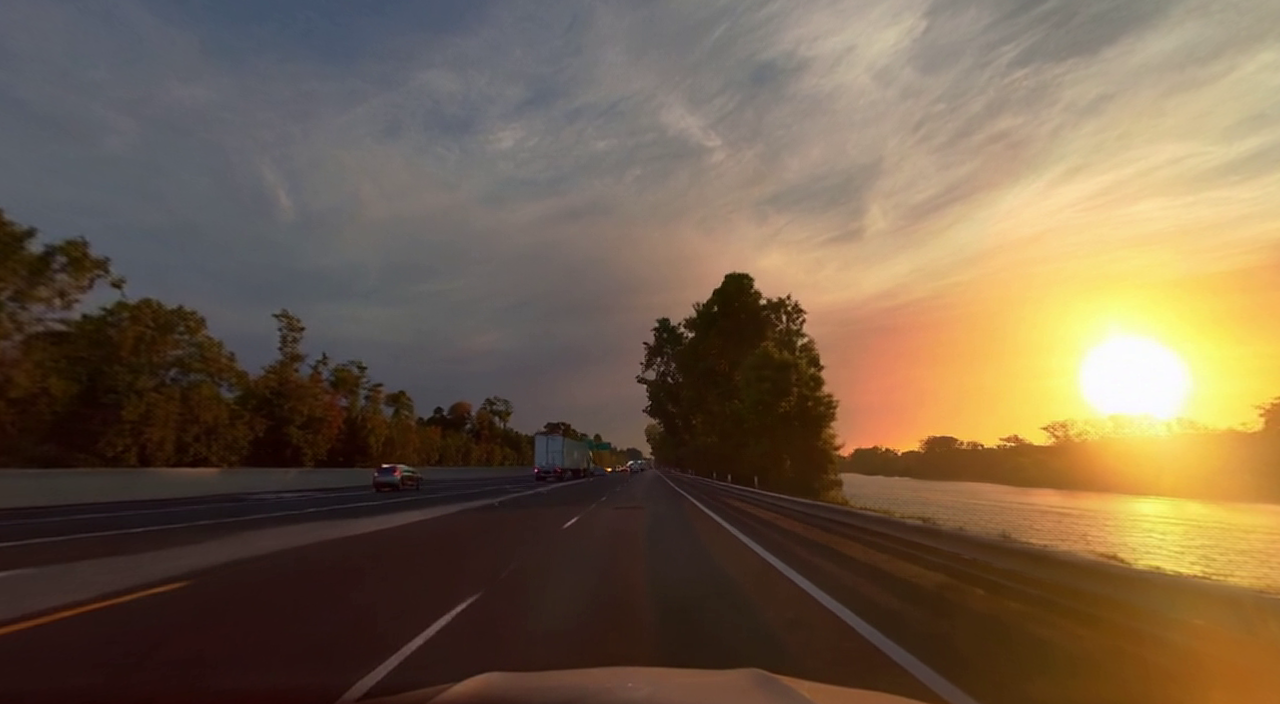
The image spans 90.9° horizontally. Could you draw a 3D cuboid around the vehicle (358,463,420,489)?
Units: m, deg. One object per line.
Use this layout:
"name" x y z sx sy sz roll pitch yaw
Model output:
"vehicle" -14.841 7.350 37.491 1.745 1.430 4.252 0 -10 3
